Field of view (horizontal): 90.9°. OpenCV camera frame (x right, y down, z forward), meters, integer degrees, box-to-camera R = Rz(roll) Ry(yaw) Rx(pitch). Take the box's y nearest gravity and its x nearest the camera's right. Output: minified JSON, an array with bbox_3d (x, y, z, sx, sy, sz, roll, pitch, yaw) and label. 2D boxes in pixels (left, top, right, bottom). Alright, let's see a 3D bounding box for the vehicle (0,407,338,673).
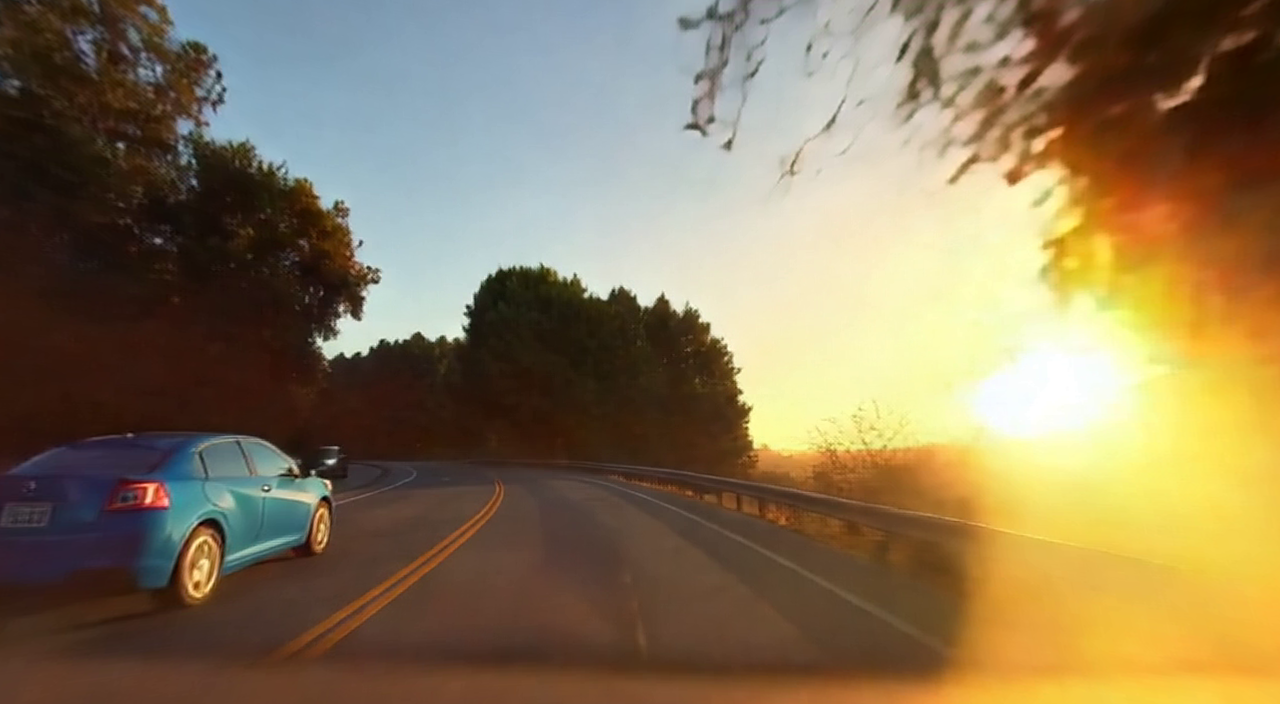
[{"bbox_3d":[-4.731,1.461,5.839,2.078,1.607,3.959,0,-9,-4],"label":"vehicle"}]
